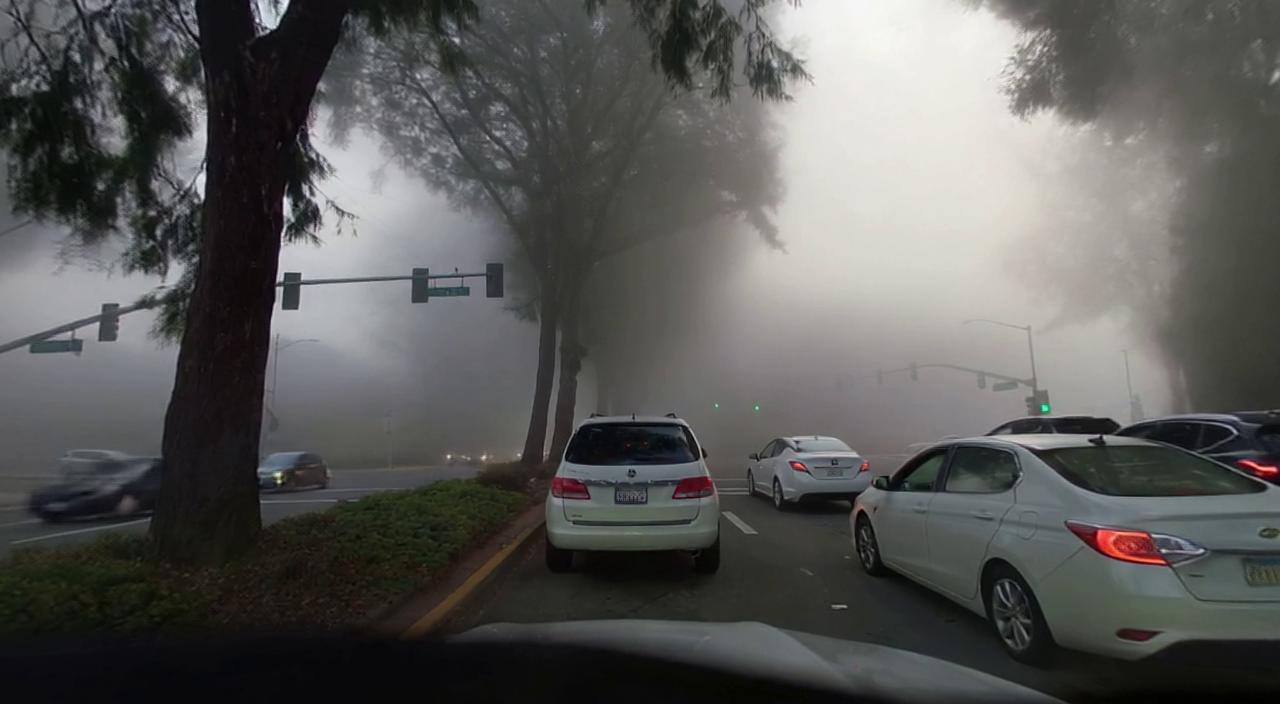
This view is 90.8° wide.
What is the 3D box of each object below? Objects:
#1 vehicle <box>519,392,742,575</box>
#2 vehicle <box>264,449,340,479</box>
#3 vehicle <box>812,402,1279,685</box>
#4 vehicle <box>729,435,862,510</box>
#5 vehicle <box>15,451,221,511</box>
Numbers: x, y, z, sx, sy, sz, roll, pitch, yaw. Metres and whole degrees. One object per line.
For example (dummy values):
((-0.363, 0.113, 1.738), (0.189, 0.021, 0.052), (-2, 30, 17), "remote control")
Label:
((-0.185, 1.647, 8.611), (2.236, 1.827, 4.316), (0, -9, -3), "vehicle")
((-20.789, 6.892, 39.106), (2.132, 1.695, 4.619), (0, -9, -1), "vehicle")
((3.365, 1.422, 5.977), (2.034, 1.558, 4.774), (0, -9, -1), "vehicle")
((3.513, 2.805, 15.185), (2.004, 1.523, 4.263), (0, -9, -2), "vehicle")
((-14.567, 3.590, 18.088), (2.035, 1.454, 4.513), (0, -9, 0), "vehicle")
